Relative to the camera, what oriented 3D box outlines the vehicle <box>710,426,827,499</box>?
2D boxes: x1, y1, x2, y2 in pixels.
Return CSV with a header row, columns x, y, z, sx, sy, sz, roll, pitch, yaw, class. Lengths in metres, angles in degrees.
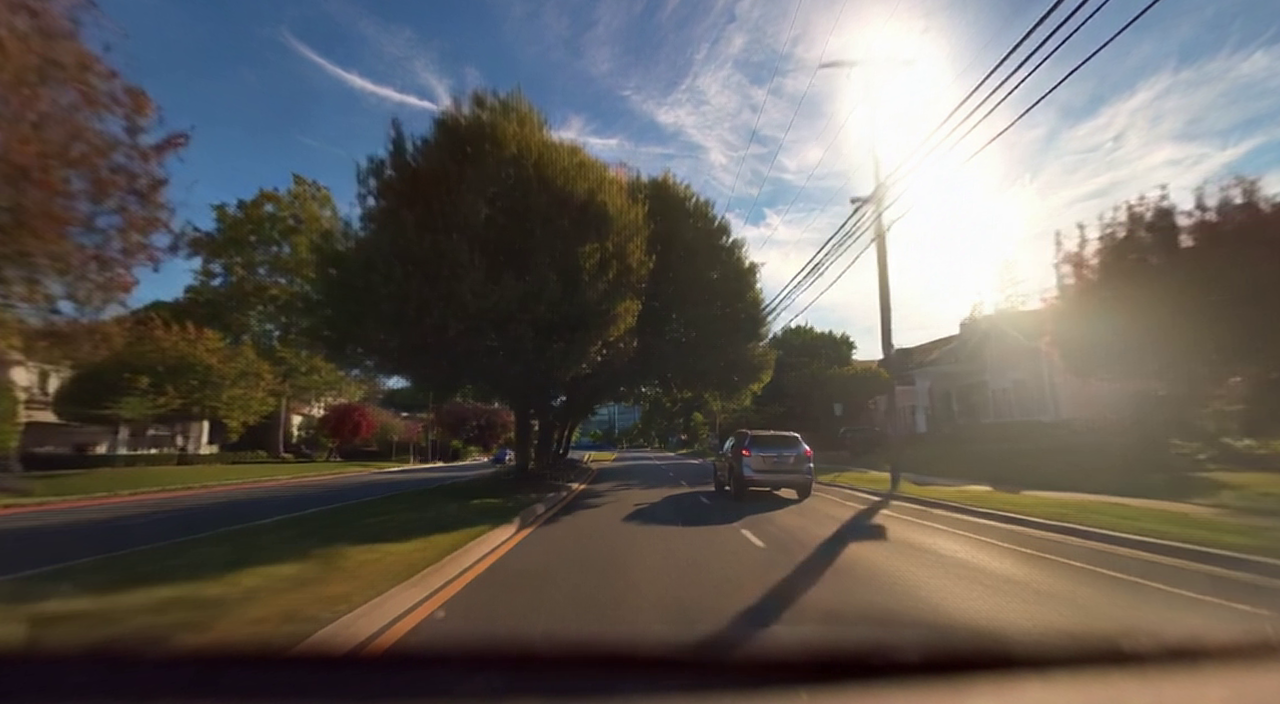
x,y,z,sx,sy,sz,roll,pitch,yaw,class
3.440,3.100,18.078,2.193,1.777,4.772,0,-9,-2,vehicle
